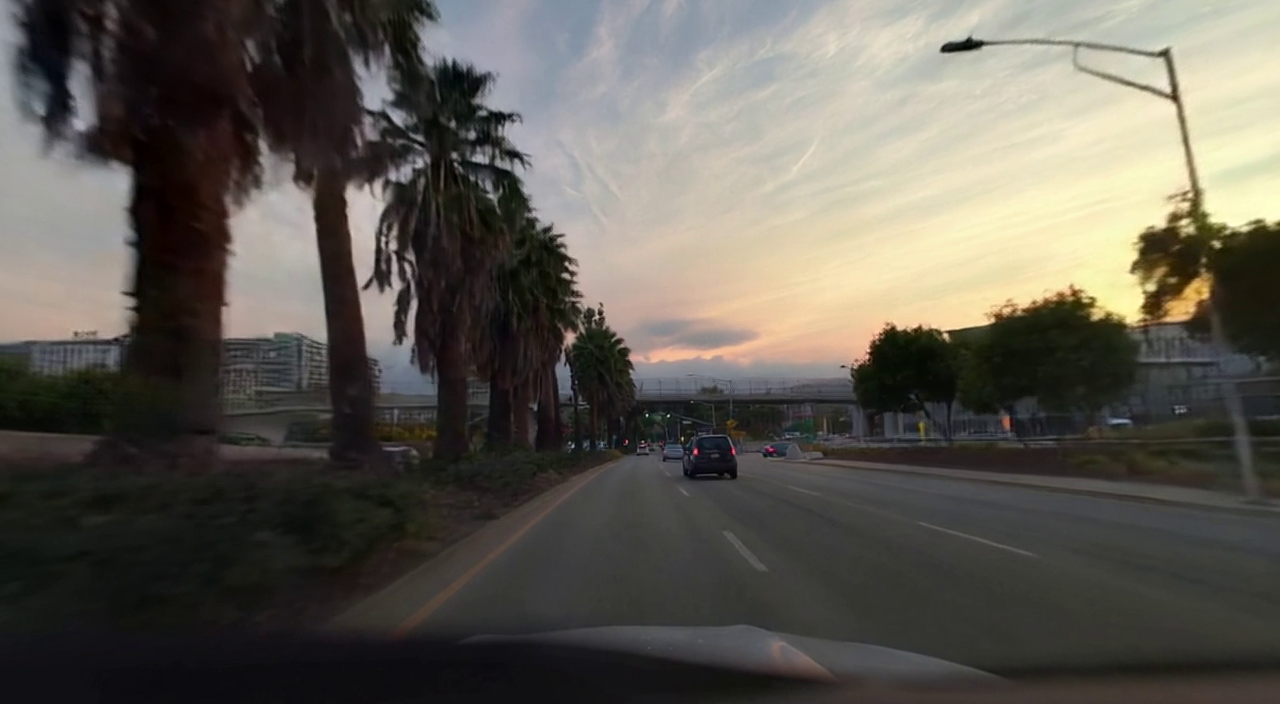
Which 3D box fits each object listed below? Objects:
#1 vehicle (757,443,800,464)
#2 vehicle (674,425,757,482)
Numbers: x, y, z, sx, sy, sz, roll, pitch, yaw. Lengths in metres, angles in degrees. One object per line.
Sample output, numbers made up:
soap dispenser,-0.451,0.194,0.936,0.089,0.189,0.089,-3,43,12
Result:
vehicle,10.101,7.448,46.509,1.989,1.472,5.054,0,-9,-1
vehicle,2.835,4.031,25.291,2.559,2.017,5.562,0,-9,-1
